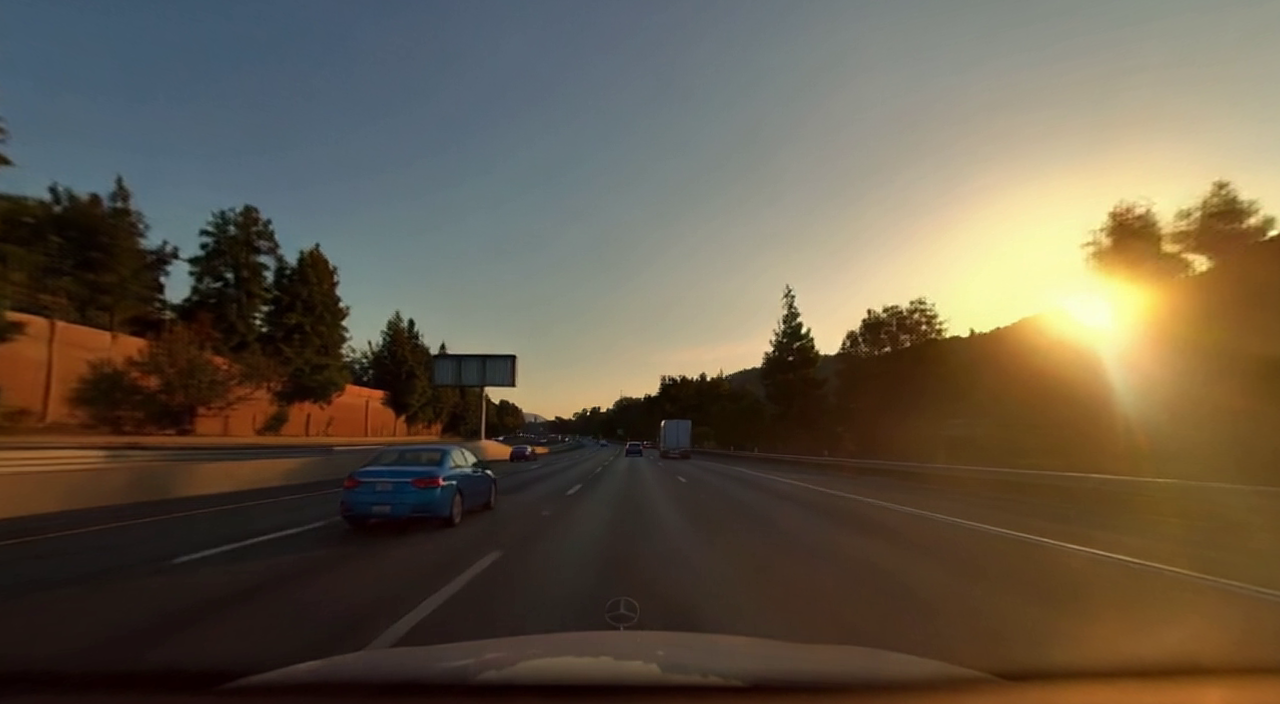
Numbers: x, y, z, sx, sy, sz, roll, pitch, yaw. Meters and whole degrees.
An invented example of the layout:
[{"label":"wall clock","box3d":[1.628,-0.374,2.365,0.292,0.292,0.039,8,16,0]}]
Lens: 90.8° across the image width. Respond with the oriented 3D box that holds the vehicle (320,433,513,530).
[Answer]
[{"label":"vehicle","box3d":[-3.930,2.354,12.052,2.090,1.487,4.276,0,-9,0]}]
